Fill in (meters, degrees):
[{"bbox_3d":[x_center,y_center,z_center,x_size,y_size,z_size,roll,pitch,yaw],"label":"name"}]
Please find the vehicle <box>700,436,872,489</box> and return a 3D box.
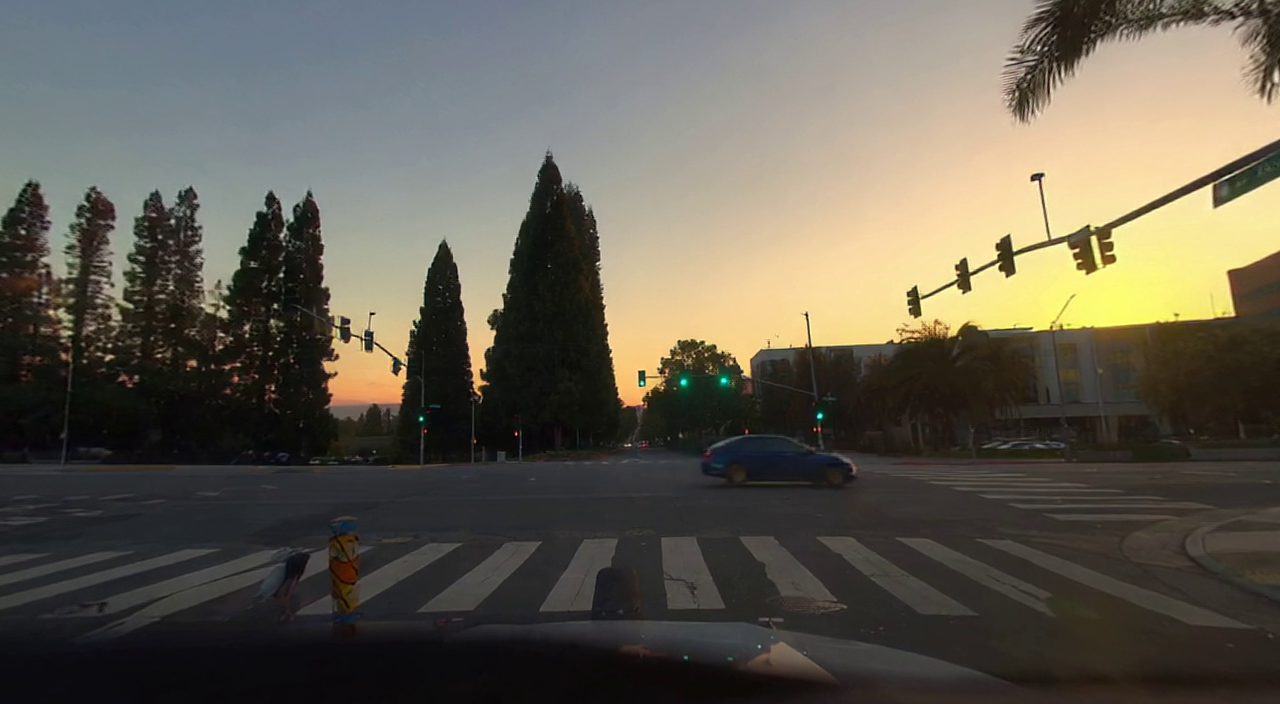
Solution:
[{"bbox_3d":[4.253,3.291,19.025,4.698,1.466,1.883,0,-9,0],"label":"vehicle"}]
